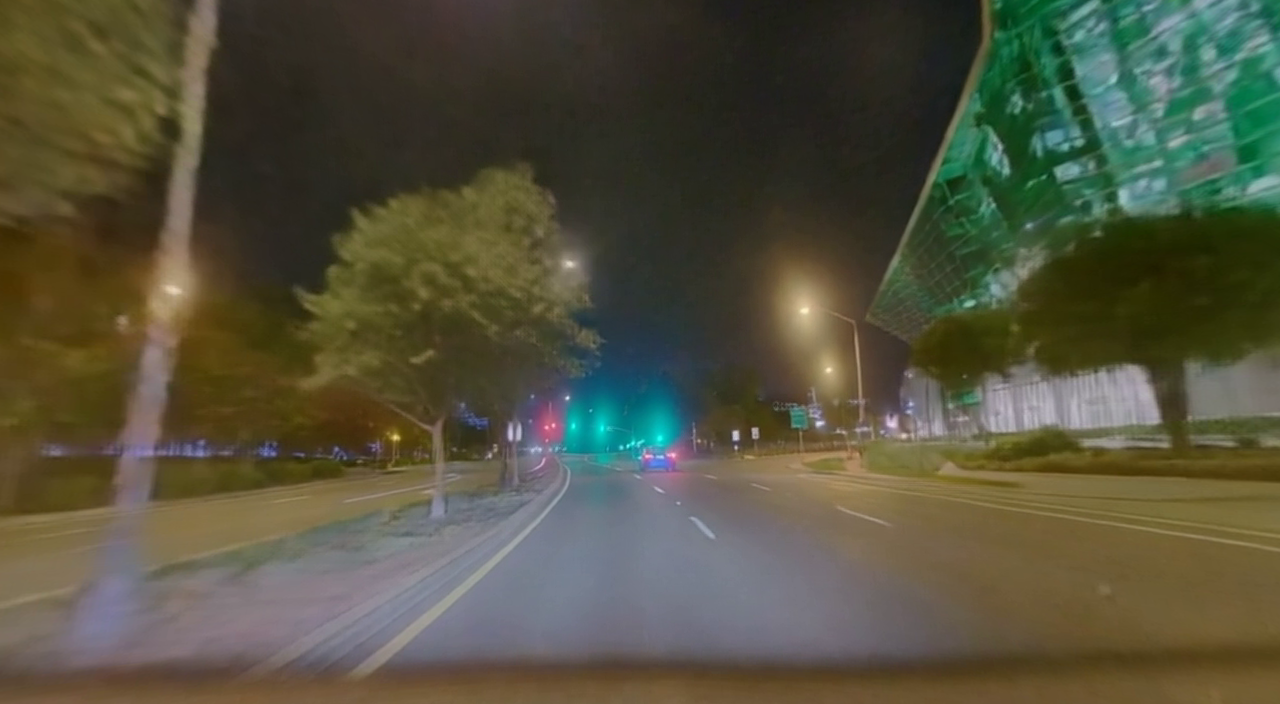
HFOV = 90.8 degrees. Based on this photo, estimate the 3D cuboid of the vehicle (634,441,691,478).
[{"bbox_3d":[0.991,5.180,30.784,2.165,1.633,4.381,0,-9,-6],"label":"vehicle"}]
